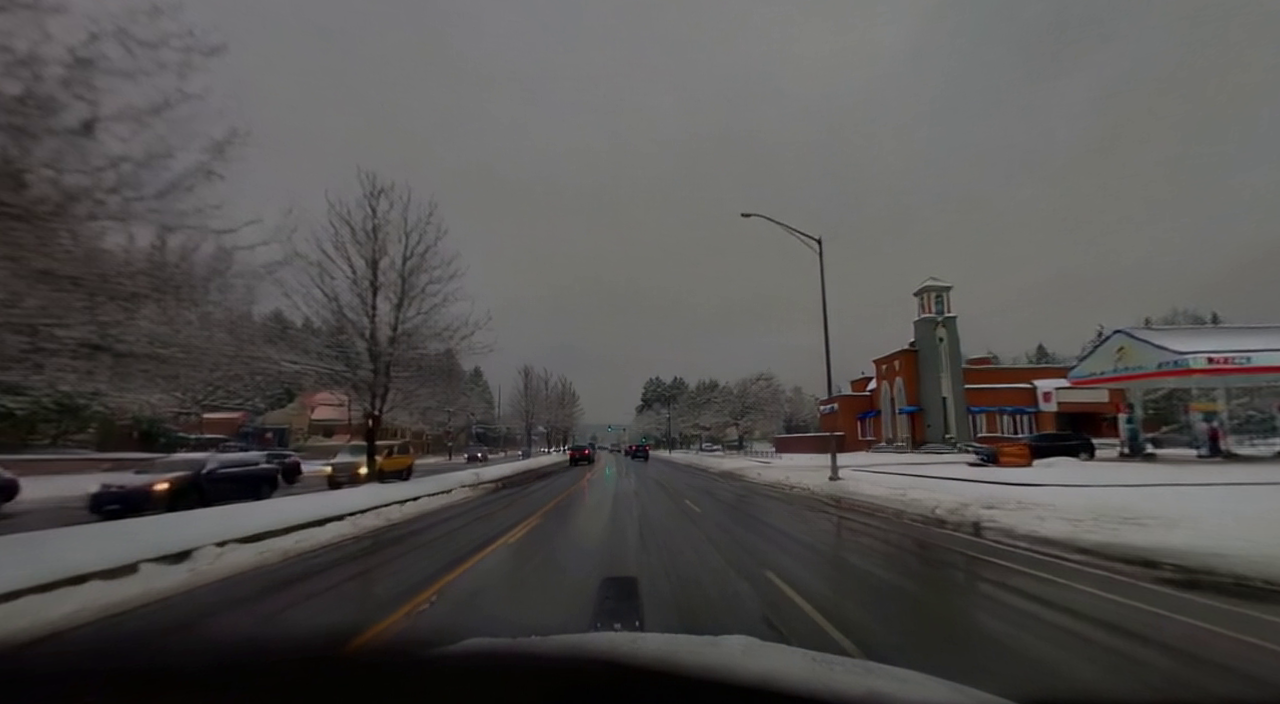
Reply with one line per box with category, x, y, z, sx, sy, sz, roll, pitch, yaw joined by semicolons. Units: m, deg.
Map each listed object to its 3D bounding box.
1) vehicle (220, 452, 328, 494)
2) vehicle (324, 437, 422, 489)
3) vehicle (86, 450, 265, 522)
vehicle;-15.247;5.029;26.658;2.045;1.519;4.401;-1;-9;-2
vehicle;-11.440;4.779;27.545;2.229;1.957;5.057;-1;-9;-2
vehicle;-11.081;3.168;15.420;1.771;1.508;3.453;0;-9;-2
